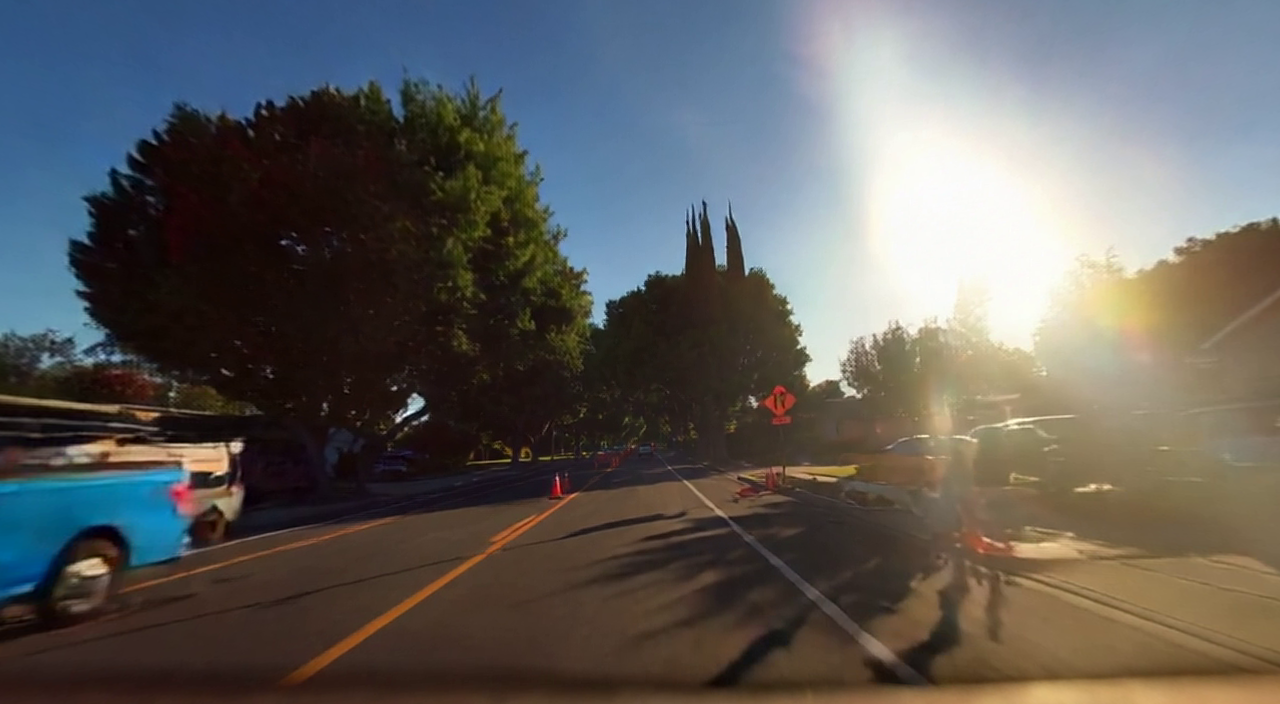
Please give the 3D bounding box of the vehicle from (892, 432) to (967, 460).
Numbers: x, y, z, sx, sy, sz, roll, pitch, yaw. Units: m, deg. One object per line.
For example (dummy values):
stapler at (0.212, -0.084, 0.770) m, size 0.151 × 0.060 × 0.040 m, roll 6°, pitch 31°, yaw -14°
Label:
vehicle at (17.040, 5.544, 37.185) m, size 3.462 × 1.576 × 1.863 m, roll 1°, pitch -8°, yaw -4°

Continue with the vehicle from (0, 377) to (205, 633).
vehicle at (-7.356, 1.346, 5.465) m, size 2.517 × 2.323 × 5.205 m, roll -3°, pitch -9°, yaw 21°
